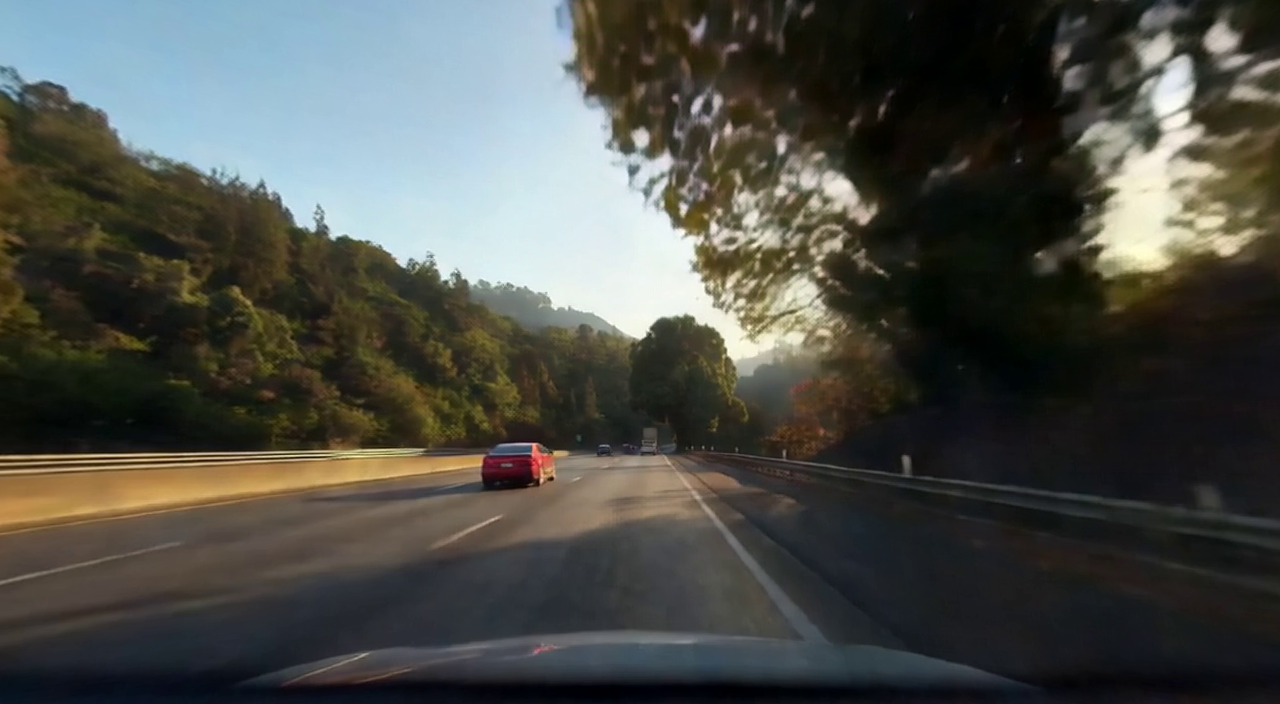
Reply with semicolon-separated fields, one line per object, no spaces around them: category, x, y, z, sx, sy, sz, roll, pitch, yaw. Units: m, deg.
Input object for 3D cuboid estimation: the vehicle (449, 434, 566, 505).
vehicle;-3.222;2.931;16.279;2.015;1.561;4.469;0;-8;1
